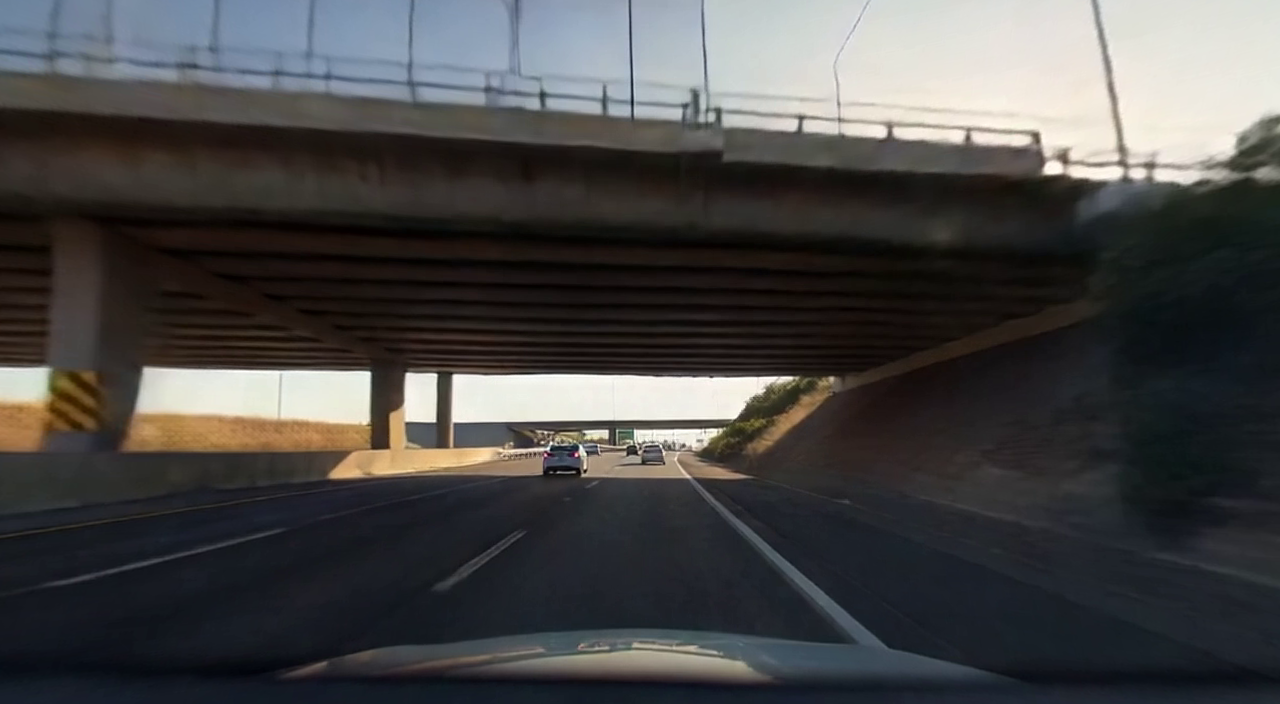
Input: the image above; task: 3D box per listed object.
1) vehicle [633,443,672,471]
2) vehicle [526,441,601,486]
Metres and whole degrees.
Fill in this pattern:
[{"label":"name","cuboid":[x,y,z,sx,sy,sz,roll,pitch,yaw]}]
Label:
[{"label":"vehicle","cuboid":[0.750,6.136,37.008,2.129,1.502,4.321,0,-9,1]},{"label":"vehicle","cuboid":[-2.809,4.231,24.228,2.129,1.563,4.387,-1,-9,3]}]
